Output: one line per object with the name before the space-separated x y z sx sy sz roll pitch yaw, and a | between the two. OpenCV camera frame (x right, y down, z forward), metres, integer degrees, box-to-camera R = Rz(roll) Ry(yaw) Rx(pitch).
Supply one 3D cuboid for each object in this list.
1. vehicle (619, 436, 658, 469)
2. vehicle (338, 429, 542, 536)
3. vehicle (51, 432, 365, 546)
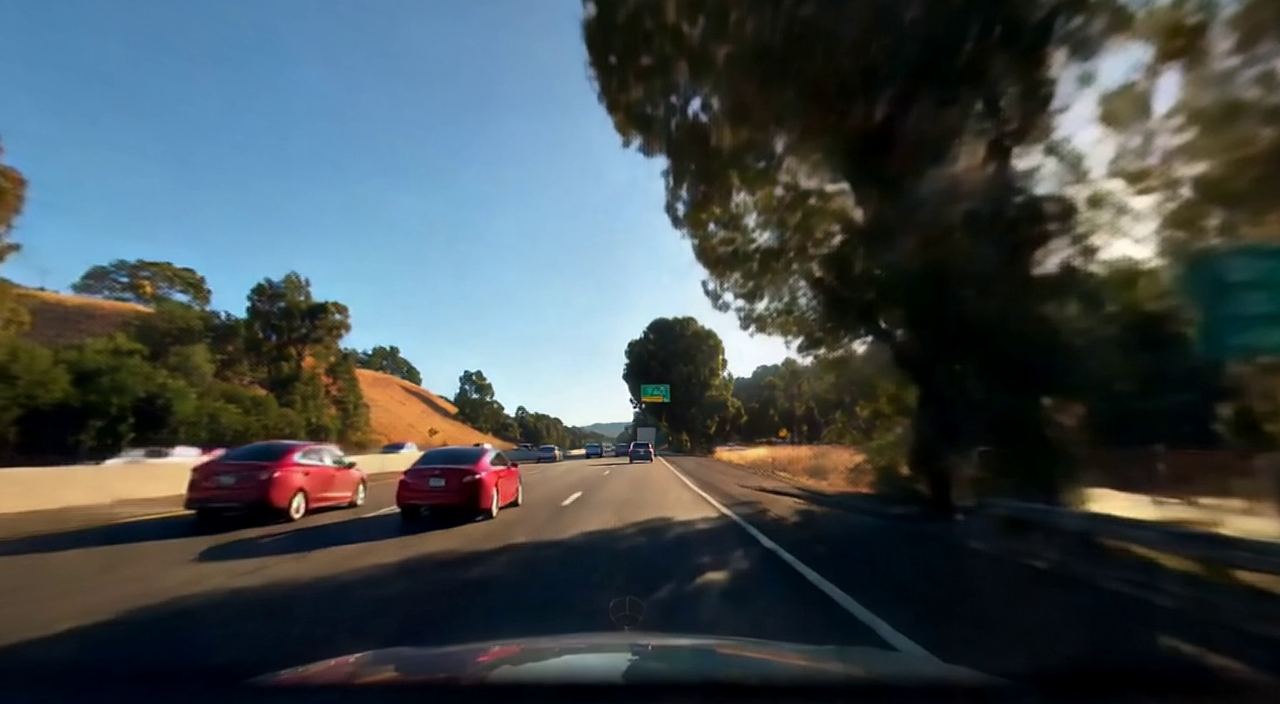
vehicle | -0.052 6.303 39.871 2.309 1.915 5.130 0 -8 1
vehicle | -3.400 2.343 12.070 2.139 1.589 5.102 0 -8 1
vehicle | -6.859 2.196 10.885 2.009 1.519 4.697 0 -8 2
